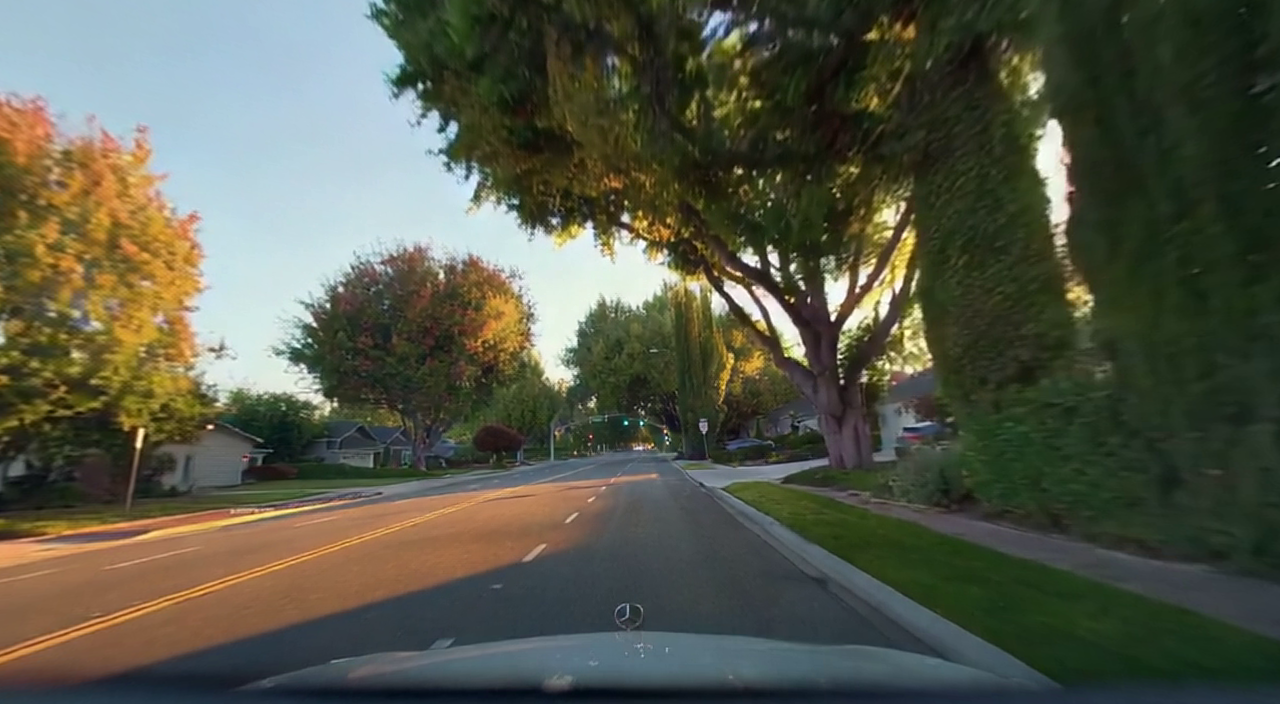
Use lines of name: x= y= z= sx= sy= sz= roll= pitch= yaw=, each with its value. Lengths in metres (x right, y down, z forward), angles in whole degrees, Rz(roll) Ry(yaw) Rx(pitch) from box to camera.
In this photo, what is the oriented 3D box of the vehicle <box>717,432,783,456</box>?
vehicle: x=8.619 y=7.213 z=49.118 sx=4.636 sy=1.823 sz=1.997 roll=3 pitch=-9 yaw=-18
